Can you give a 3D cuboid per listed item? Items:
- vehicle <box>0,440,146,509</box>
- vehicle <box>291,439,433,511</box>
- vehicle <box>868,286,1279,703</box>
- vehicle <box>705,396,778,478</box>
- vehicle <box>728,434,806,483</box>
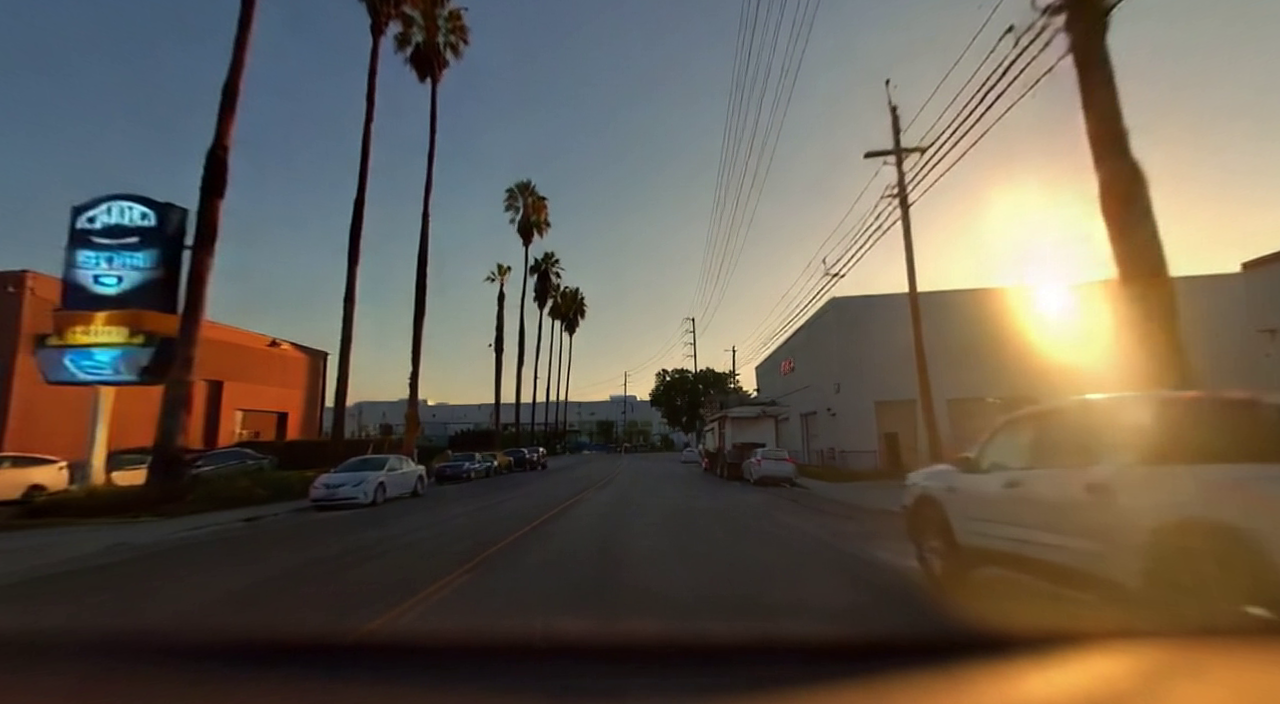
[{"bbox_3d":[-15.381,3.002,15.623,1.935,1.550,4.951,-3,-9,7],"label":"vehicle"},{"bbox_3d":[-7.409,3.267,17.397,1.936,1.632,4.145,-3,-8,2],"label":"vehicle"},{"bbox_3d":[3.963,1.035,4.705,2.400,1.985,6.155,0,-9,2],"label":"vehicle"},{"bbox_3d":[5.099,4.582,33.615,2.933,3.697,10.065,-1,-9,4],"label":"vehicle"},{"bbox_3d":[4.923,4.220,25.316,2.141,1.739,5.130,0,-9,1],"label":"vehicle"}]
